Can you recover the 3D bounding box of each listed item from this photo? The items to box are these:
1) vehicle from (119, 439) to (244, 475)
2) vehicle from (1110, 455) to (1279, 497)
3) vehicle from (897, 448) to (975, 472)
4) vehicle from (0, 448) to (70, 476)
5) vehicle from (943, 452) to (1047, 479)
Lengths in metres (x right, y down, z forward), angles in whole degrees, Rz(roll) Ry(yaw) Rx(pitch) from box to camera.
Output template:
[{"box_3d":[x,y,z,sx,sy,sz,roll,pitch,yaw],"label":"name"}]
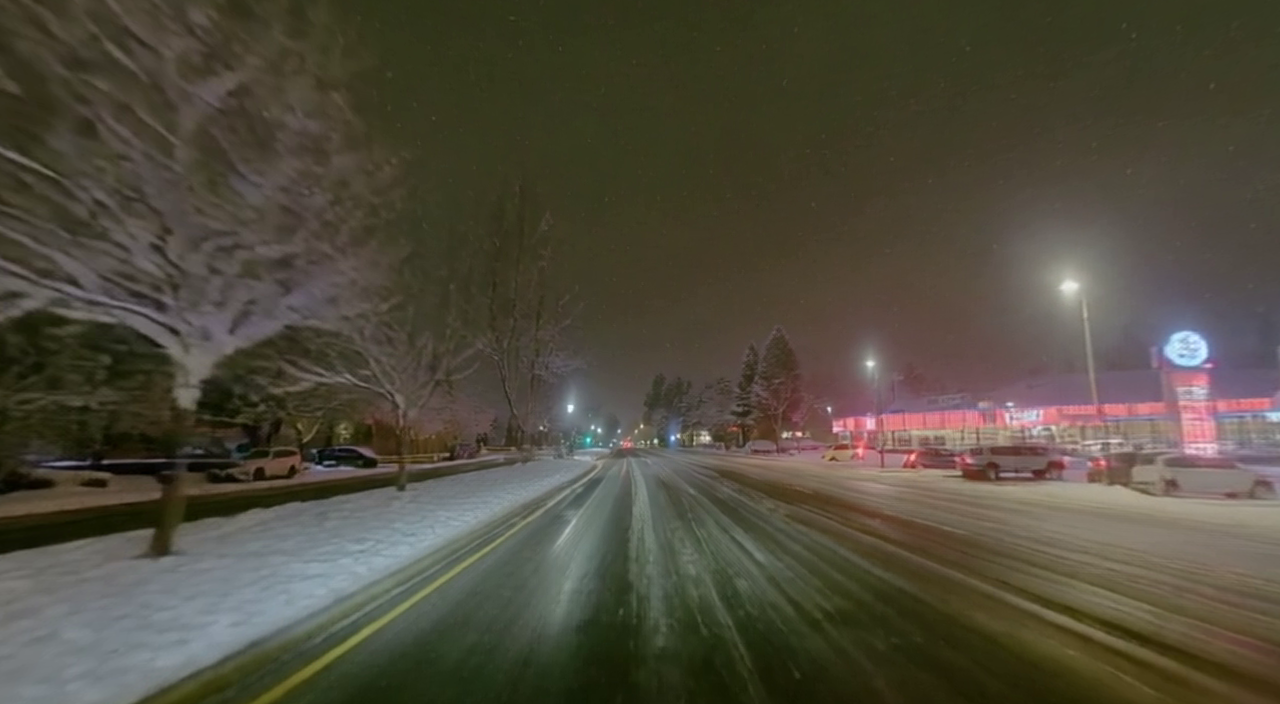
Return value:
[{"box_3d":[-26.136,5.994,36.472,2.356,1.853,6.402,0,-8,1],"label":"vehicle"},{"box_3d":[20.834,4.641,23.854,4.500,1.456,1.962,-1,-8,3],"label":"vehicle"},{"box_3d":[20.698,7.574,44.341,4.423,1.633,2.010,0,-8,-1],"label":"vehicle"},{"box_3d":[-34.717,6.089,35.186,1.830,1.458,4.625,-1,-8,-4],"label":"vehicle"},{"box_3d":[20.187,6.458,36.032,4.764,1.455,1.832,-1,-9,3],"label":"vehicle"}]
